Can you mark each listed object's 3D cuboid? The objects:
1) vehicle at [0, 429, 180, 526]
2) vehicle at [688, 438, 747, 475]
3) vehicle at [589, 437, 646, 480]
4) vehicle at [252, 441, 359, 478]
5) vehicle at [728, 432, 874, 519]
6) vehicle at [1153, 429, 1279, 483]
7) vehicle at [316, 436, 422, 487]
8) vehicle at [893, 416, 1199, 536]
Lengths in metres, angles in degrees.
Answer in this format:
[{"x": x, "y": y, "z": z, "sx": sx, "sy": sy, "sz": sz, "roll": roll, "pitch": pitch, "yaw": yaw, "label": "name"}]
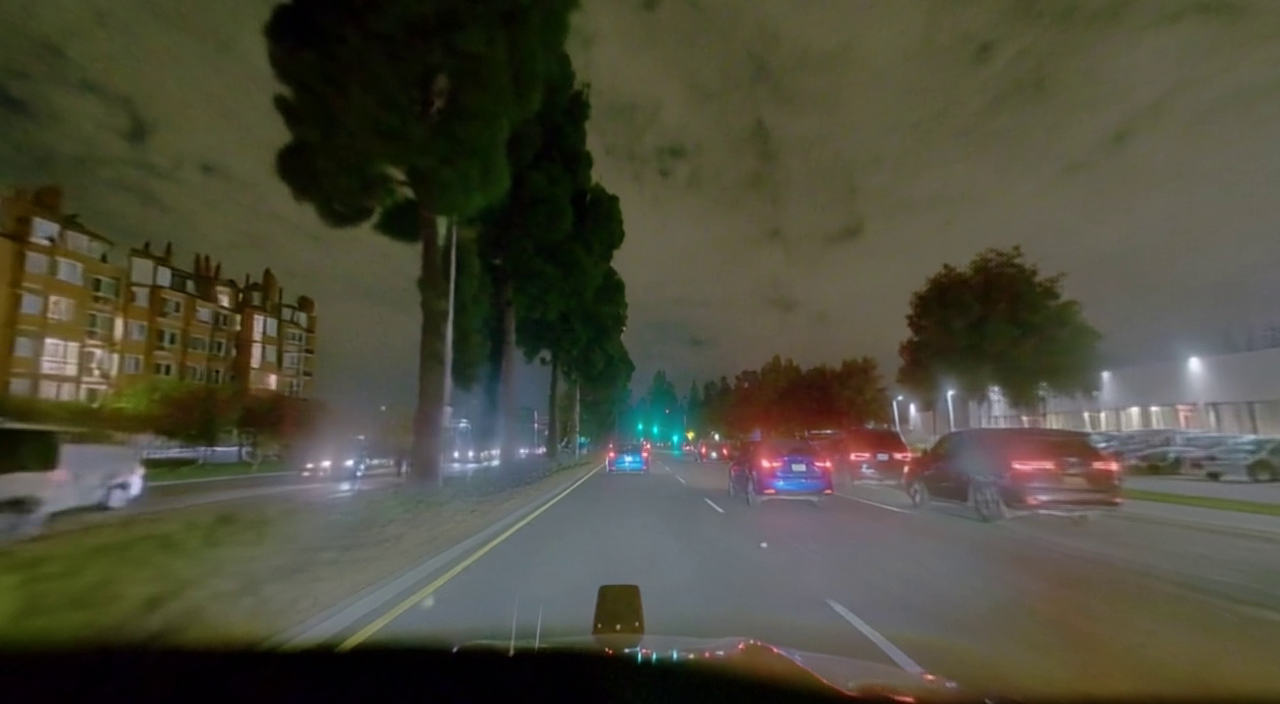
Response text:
[{"x": -12.459, "y": 2.560, "z": 13.404, "sx": 1.954, "sy": 1.715, "sz": 4.518, "roll": 0, "pitch": -8, "yaw": 0, "label": "vehicle"}, {"x": 3.296, "y": 4.536, "z": 27.615, "sx": 1.908, "sy": 1.453, "sz": 4.230, "roll": 0, "pitch": -8, "yaw": -2, "label": "vehicle"}, {"x": -0.784, "y": 4.009, "z": 23.996, "sx": 1.994, "sy": 1.479, "sz": 3.647, "roll": 0, "pitch": -8, "yaw": 0, "label": "vehicle"}, {"x": -16.283, "y": 5.236, "z": 31.209, "sx": 2.115, "sy": 1.621, "sz": 5.840, "roll": 0, "pitch": -8, "yaw": 0, "label": "vehicle"}, {"x": 3.067, "y": 2.425, "z": 12.904, "sx": 1.852, "sy": 1.498, "sz": 3.825, "roll": 0, "pitch": -8, "yaw": -2, "label": "vehicle"}, {"x": 20.664, "y": 3.490, "z": 21.361, "sx": 4.697, "sy": 1.691, "sz": 2.106, "roll": 0, "pitch": -8, "yaw": 0, "label": "vehicle"}, {"x": -9.292, "y": 3.775, "z": 22.084, "sx": 1.953, "sy": 1.612, "sz": 4.204, "roll": 0, "pitch": -8, "yaw": -2, "label": "vehicle"}, {"x": 7.145, "y": 2.244, "z": 12.136, "sx": 2.224, "sy": 1.772, "sz": 5.325, "roll": 0, "pitch": -8, "yaw": -1, "label": "vehicle"}]
